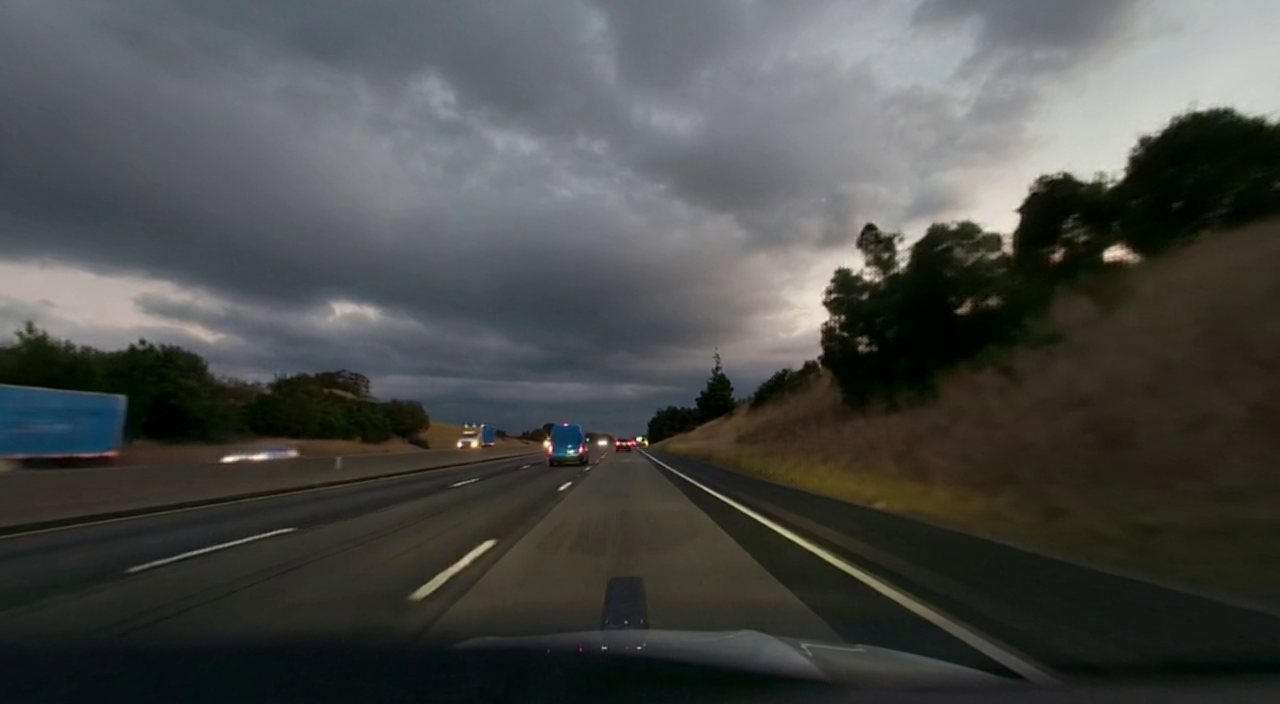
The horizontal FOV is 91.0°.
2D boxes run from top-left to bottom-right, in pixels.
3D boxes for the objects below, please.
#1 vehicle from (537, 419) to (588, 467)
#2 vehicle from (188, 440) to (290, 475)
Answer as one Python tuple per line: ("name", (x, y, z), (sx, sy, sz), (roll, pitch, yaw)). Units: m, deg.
("vehicle", (-4.272, 5.190, 35.789), (2.329, 2.483, 5.428), (0, -8, -1))
("vehicle", (-20.066, 5.279, 31.747), (1.945, 1.597, 4.953), (0, -8, -1))
